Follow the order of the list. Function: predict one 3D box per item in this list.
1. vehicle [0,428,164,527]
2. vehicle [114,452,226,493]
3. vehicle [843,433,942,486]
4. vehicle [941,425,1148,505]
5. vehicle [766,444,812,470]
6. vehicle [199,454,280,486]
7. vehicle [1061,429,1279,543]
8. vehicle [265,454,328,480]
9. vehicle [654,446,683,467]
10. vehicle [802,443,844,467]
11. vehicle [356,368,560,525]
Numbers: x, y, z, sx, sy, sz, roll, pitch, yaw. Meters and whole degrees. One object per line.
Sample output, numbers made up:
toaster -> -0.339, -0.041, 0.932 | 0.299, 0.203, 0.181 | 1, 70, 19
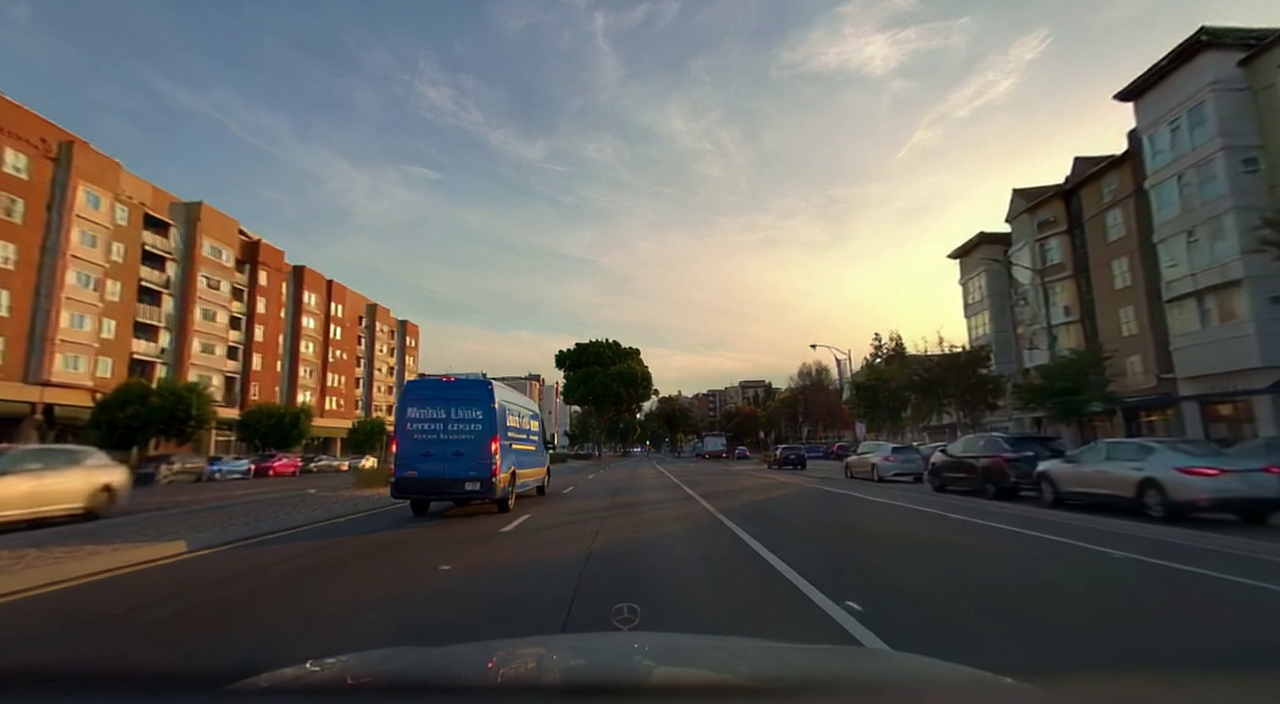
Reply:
vehicle -> -13.194, 2.659, 13.772 | 2.041, 1.863, 4.639 | 0, -8, -1
vehicle -> -22.915, 5.838, 31.078 | 1.916, 1.782, 4.572 | -1, -8, 1
vehicle -> 9.088, 3.904, 23.153 | 1.766, 1.725, 4.221 | 0, -8, -1
vehicle -> 9.687, 2.731, 15.695 | 2.044, 1.673, 4.398 | 0, -9, -3
vehicle -> 9.130, 6.454, 38.920 | 1.850, 1.477, 3.520 | 0, -9, -2
vehicle -> -22.948, 6.736, 36.397 | 1.873, 1.657, 4.381 | 0, -9, -2
vehicle -> 9.129, 2.073, 10.344 | 1.802, 1.504, 3.797 | 0, -9, -1
vehicle -> -23.086, 7.711, 42.611 | 1.835, 1.610, 4.452 | 0, -8, -2
vehicle -> 2.107, 7.953, 48.314 | 1.878, 1.534, 4.120 | 0, -8, -2
vehicle -> 11.935, 6.721, 41.396 | 1.627, 1.493, 3.508 | 0, -8, 0
vehicle -> -3.961, 2.358, 15.944 | 2.763, 2.974, 7.562 | -1, -8, 1
